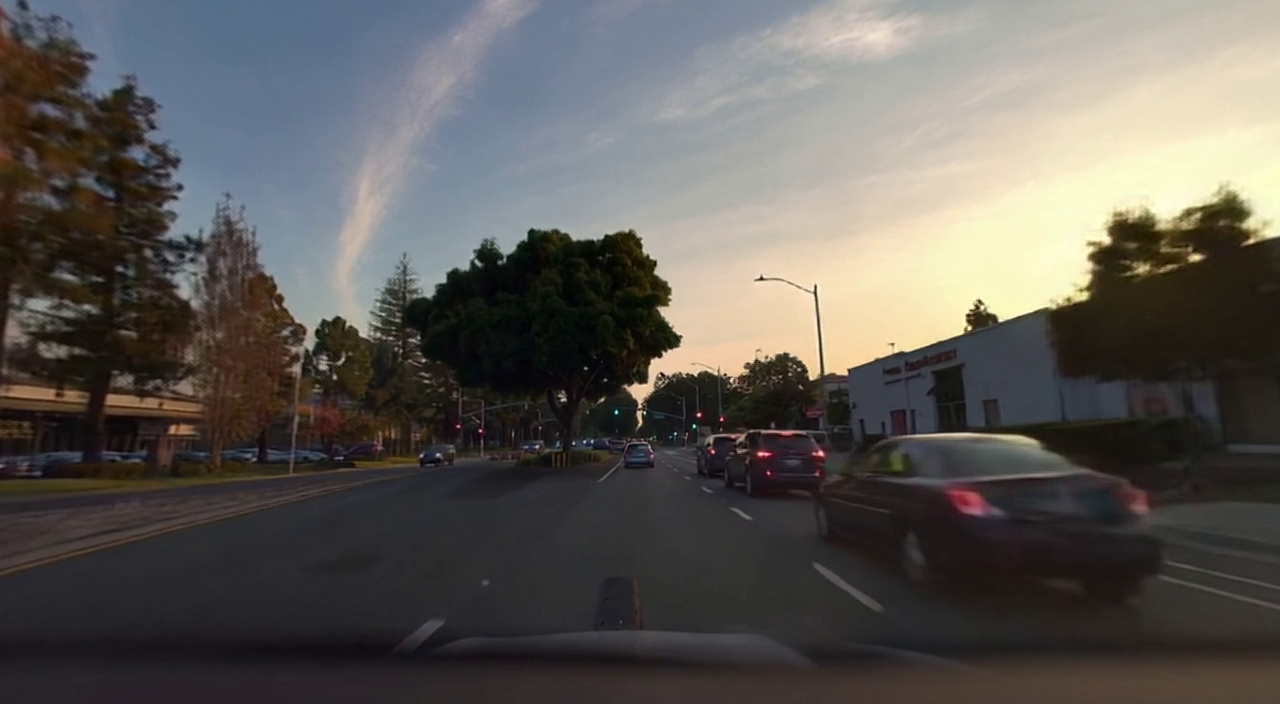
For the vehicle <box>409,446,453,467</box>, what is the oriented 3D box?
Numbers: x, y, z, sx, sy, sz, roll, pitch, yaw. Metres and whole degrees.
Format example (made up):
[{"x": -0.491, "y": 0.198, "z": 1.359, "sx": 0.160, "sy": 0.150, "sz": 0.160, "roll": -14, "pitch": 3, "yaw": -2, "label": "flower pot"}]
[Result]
[{"x": -15.535, "y": 7.798, "z": 47.238, "sx": 1.846, "sy": 1.433, "sz": 4.274, "roll": 0, "pitch": -8, "yaw": 0, "label": "vehicle"}]

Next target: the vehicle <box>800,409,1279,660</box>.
[{"x": 3.125, "y": 1.440, "z": 6.188, "sx": 1.864, "sy": 1.484, "sz": 4.662, "roll": 0, "pitch": -8, "yaw": 0, "label": "vehicle"}]

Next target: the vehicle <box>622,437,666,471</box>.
[{"x": 0.159, "y": 5.054, "z": 31.399, "sx": 2.023, "sy": 1.532, "sz": 3.891, "roll": 0, "pitch": -8, "yaw": -1, "label": "vehicle"}]

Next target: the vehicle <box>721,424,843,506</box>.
[{"x": 3.248, "y": 2.704, "z": 15.545, "sx": 2.037, "sy": 1.673, "sz": 4.844, "roll": -1, "pitch": -8, "yaw": 2, "label": "vehicle"}]

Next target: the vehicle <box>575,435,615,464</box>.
[{"x": -2.905, "y": 6.456, "z": 41.862, "sx": 2.280, "sy": 1.810, "sz": 4.903, "roll": 0, "pitch": -8, "yaw": 0, "label": "vehicle"}]
